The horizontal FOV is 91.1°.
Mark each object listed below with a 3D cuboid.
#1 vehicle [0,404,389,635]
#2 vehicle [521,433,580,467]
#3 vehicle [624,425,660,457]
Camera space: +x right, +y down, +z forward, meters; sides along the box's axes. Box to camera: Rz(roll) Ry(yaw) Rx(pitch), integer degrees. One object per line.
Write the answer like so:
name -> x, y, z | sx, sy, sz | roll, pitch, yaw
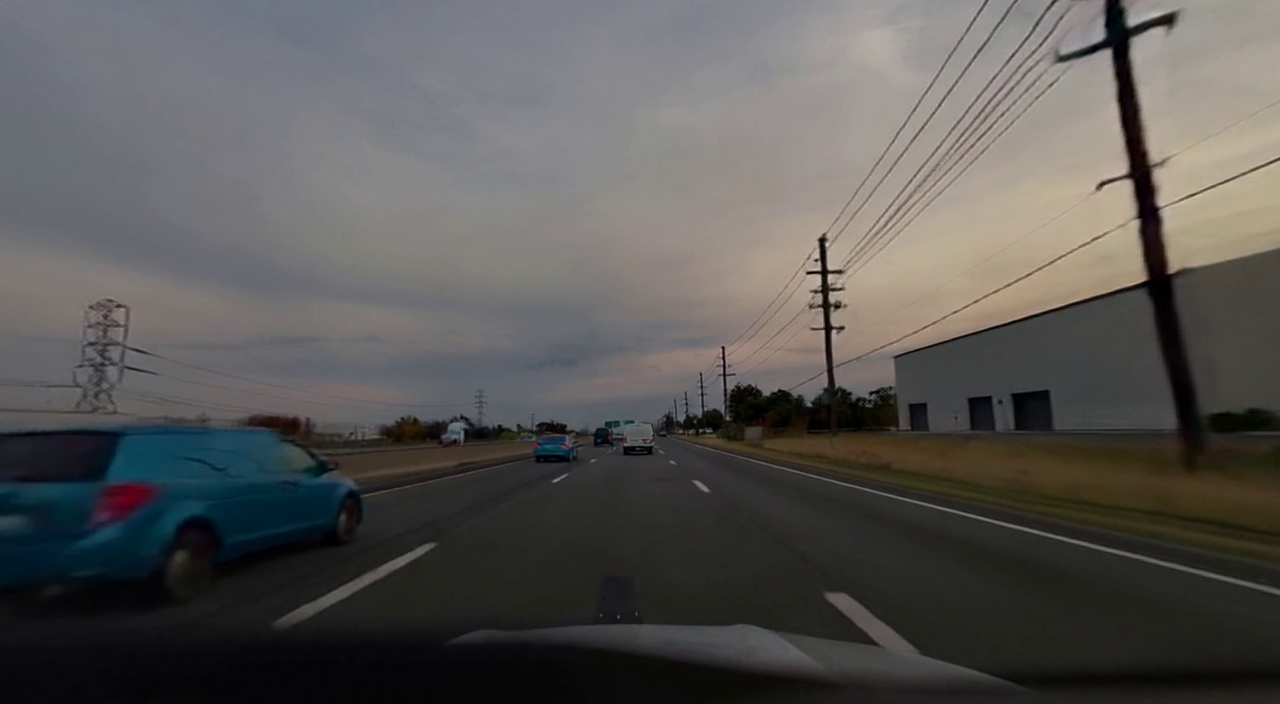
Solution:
vehicle -> -4.451, 1.425, 6.419 | 2.058, 1.557, 4.125 | 0, -8, 0
vehicle -> -4.169, 4.642, 30.153 | 2.087, 1.464, 4.853 | 0, -8, 0
vehicle -> 0.102, 5.823, 41.331 | 2.213, 1.997, 4.456 | 0, -8, -1
